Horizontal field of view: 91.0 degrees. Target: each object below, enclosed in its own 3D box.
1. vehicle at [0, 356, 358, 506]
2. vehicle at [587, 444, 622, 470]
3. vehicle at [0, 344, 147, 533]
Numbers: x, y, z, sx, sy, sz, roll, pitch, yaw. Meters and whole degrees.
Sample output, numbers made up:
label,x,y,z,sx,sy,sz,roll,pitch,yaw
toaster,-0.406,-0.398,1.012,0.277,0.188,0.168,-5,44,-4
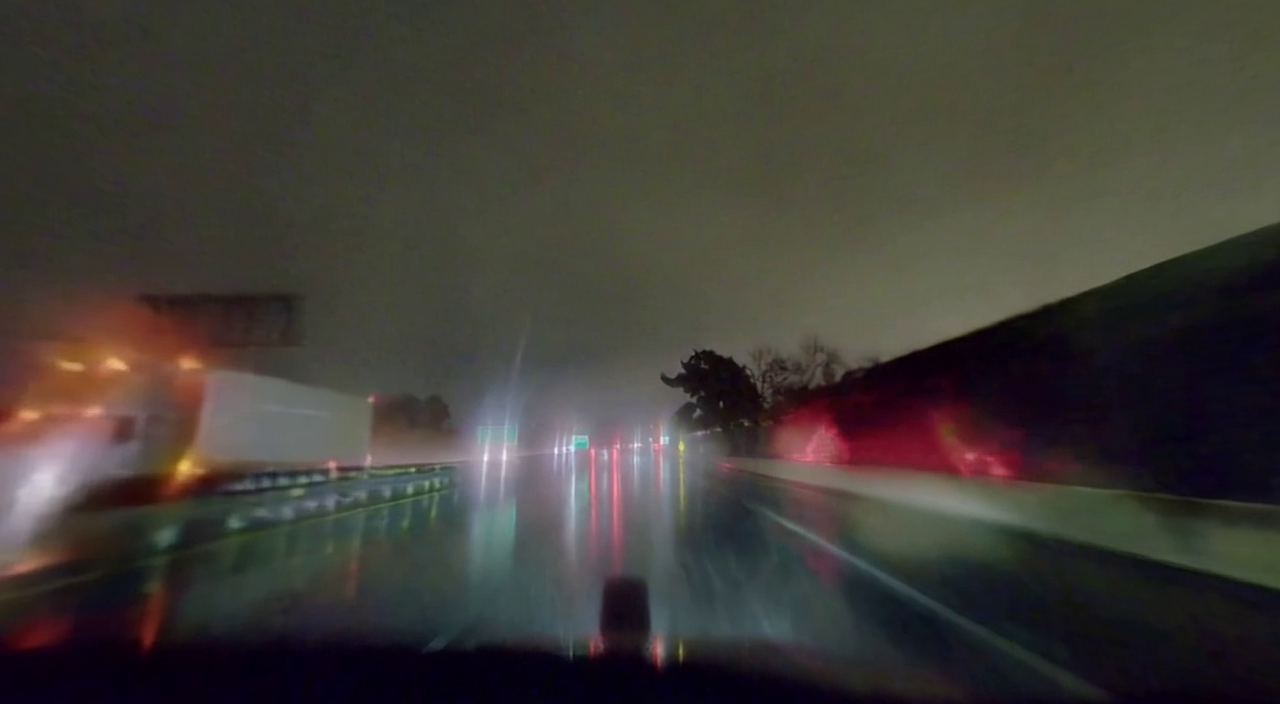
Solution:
label,x,y,z,sx,sy,sz,roll,pitch,yaw
vehicle,-15.416,3.084,23.779,2.846,3.981,14.079,0,-8,0
vehicle,-2.241,6.733,40.505,2.050,1.530,4.144,0,-8,0
vehicle,-15.344,2.140,15.886,2.913,4.275,3.166,0,-7,-1
